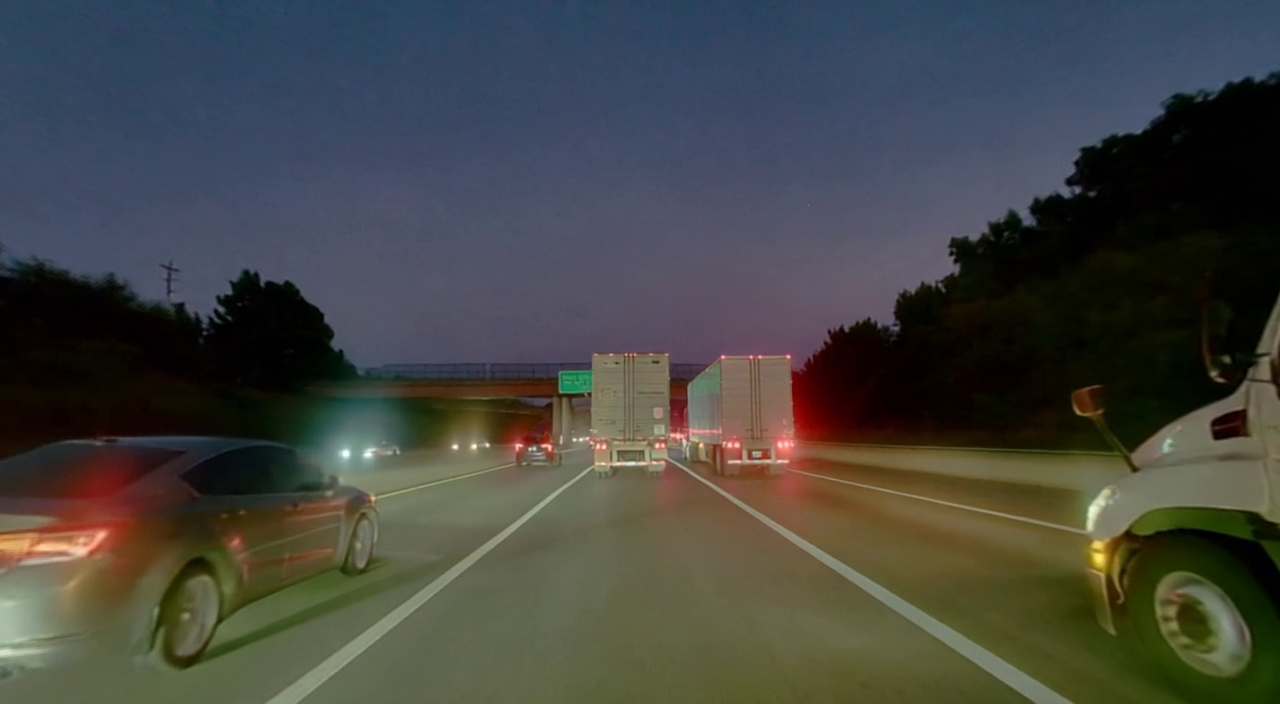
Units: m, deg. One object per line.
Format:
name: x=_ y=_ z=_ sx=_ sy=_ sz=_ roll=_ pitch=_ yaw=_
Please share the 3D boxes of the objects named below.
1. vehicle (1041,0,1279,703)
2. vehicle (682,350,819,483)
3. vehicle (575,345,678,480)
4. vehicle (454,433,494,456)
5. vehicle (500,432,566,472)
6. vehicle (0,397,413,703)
vehicle: x=3.938 y=-0.520 z=0.518 sx=3.074 sy=3.896 sz=5.910 roll=0 pitch=-8 yaw=-1
vehicle: x=3.621 y=2.654 z=24.281 sx=2.817 sy=3.886 sz=11.491 roll=0 pitch=-8 yaw=-2
vehicle: x=-0.539 y=2.522 z=24.292 sx=3.090 sy=4.065 sz=10.702 roll=0 pitch=-8 yaw=-1
vehicle: x=-12.546 y=6.992 z=47.950 sx=1.955 sy=1.641 sz=4.157 roll=0 pitch=-8 yaw=-1
vehicle: x=-4.267 y=4.053 z=25.778 sx=2.049 sy=1.483 sz=3.786 roll=0 pitch=-8 yaw=0
vehicle: x=-3.469 y=1.196 z=4.582 sx=1.894 sy=1.460 sz=4.662 roll=0 pitch=-8 yaw=0
